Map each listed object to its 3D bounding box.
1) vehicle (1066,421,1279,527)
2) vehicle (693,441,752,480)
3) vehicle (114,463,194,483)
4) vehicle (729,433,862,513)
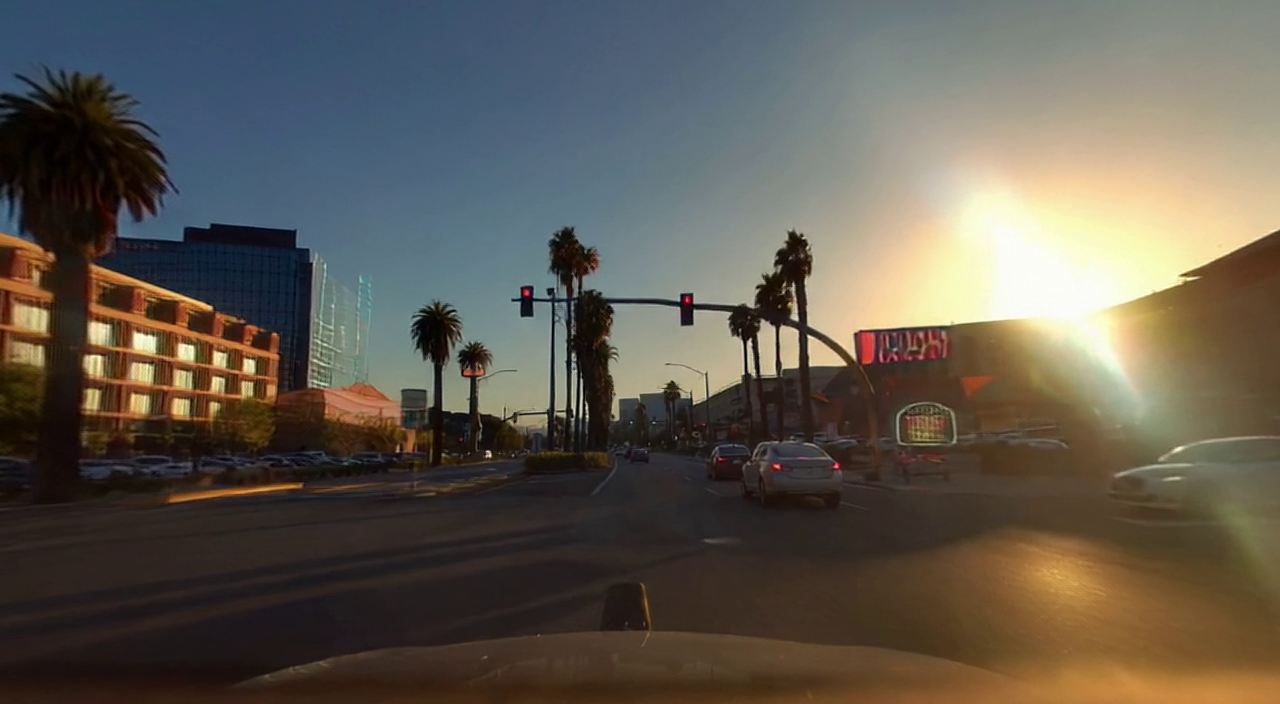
[{"bbox_3d":[10.547,2.089,11.114,4.448,1.640,2.160,0,-8,0],"label":"vehicle"},{"bbox_3d":[3.372,4.541,26.655,1.870,1.467,4.800,0,-8,0],"label":"vehicle"},{"bbox_3d":[-38.033,9.458,49.384,4.648,1.484,1.908,0,-9,0],"label":"vehicle"},{"bbox_3d":[3.329,2.663,14.365,1.931,1.534,4.126,0,-8,0],"label":"vehicle"}]
